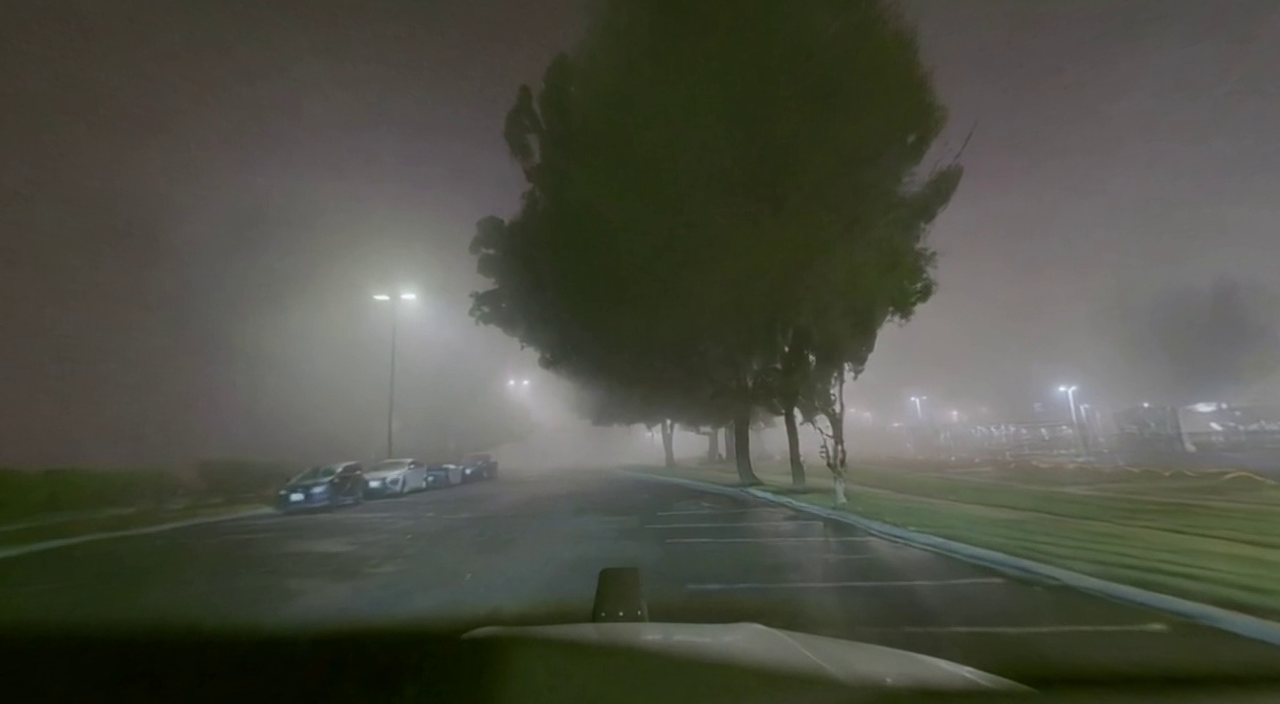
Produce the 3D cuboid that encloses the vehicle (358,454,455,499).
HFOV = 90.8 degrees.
[{"bbox_3d":[-8.945,4.776,24.670,2.038,1.525,4.383,0,-8,1],"label":"vehicle"}]

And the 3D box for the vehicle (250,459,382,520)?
[{"bbox_3d":[-9.264,3.923,18.410,1.938,1.191,3.630,-7,-7,-1],"label":"vehicle"}]

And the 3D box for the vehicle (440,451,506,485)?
[{"bbox_3d":[-9.155,6.370,35.060,2.360,1.741,4.912,0,-9,-1],"label":"vehicle"}]
